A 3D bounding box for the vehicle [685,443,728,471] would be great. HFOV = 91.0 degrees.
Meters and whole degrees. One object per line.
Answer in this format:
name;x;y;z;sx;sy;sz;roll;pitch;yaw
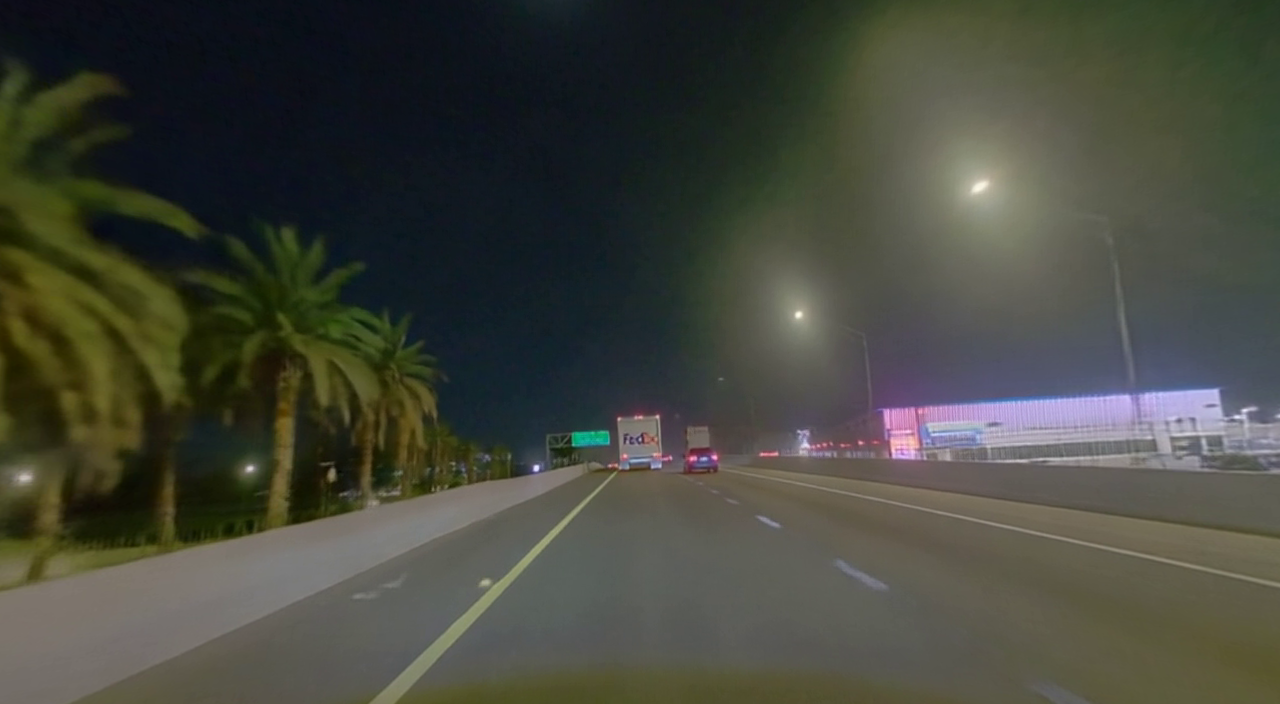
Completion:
vehicle;3.840;6.147;37.031;1.966;1.558;4.238;0;-9;-2
